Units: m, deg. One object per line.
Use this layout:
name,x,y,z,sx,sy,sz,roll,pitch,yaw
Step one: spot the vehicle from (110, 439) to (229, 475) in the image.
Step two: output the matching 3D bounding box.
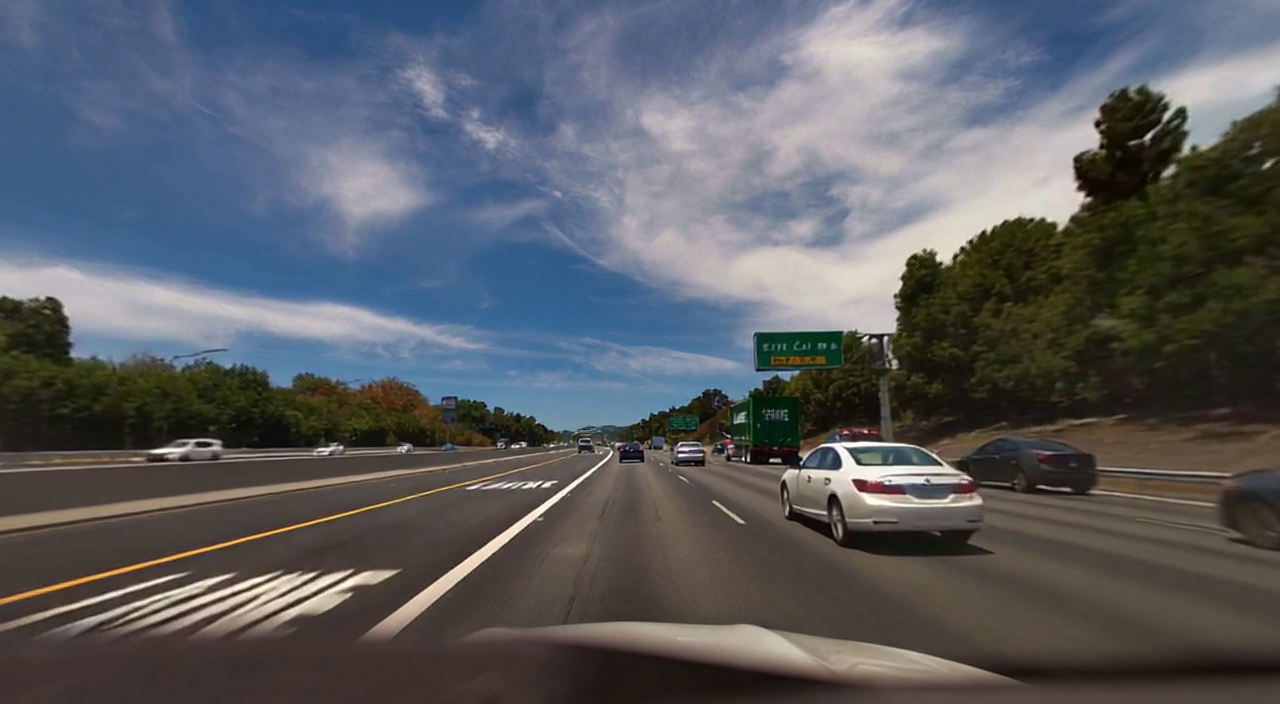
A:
vehicle,-21.050,4.696,28.529,1.891,1.485,4.562,0,-9,-1

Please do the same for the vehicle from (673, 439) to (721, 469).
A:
vehicle,3.034,5.585,34.703,1.993,1.504,4.781,0,-9,-3

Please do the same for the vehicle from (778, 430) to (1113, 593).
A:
vehicle,3.206,1.752,7.884,1.865,1.427,4.448,0,-9,-1

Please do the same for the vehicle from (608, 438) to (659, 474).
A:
vehicle,-0.326,4.576,27.992,2.098,1.475,3.997,0,-9,-2

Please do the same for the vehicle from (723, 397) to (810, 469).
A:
vehicle,7.058,4.806,36.701,2.799,3.655,8.627,0,-9,-3
